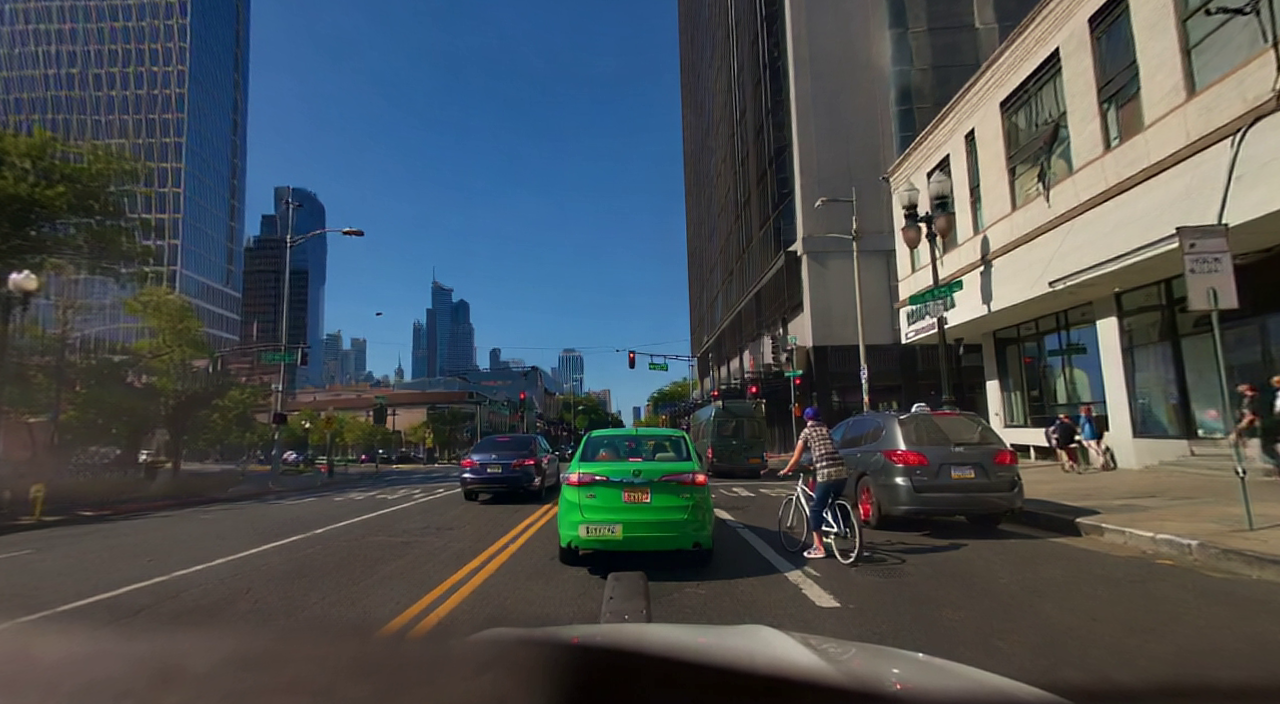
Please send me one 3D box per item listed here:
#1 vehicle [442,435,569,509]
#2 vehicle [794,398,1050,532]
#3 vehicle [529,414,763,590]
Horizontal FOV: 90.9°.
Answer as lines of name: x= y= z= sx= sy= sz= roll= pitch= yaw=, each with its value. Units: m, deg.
vehicle: x=-2.966 y=2.751 z=14.963 sx=2.039 sy=1.452 sz=4.489 roll=0 pitch=-9 yaw=0
vehicle: x=4.504 y=1.911 z=11.154 sx=2.142 sy=1.829 sz=4.767 roll=0 pitch=-9 yaw=-2
vehicle: x=0.037 y=1.651 z=7.726 sx=2.091 sy=1.557 sz=4.000 roll=0 pitch=-9 yaw=0
